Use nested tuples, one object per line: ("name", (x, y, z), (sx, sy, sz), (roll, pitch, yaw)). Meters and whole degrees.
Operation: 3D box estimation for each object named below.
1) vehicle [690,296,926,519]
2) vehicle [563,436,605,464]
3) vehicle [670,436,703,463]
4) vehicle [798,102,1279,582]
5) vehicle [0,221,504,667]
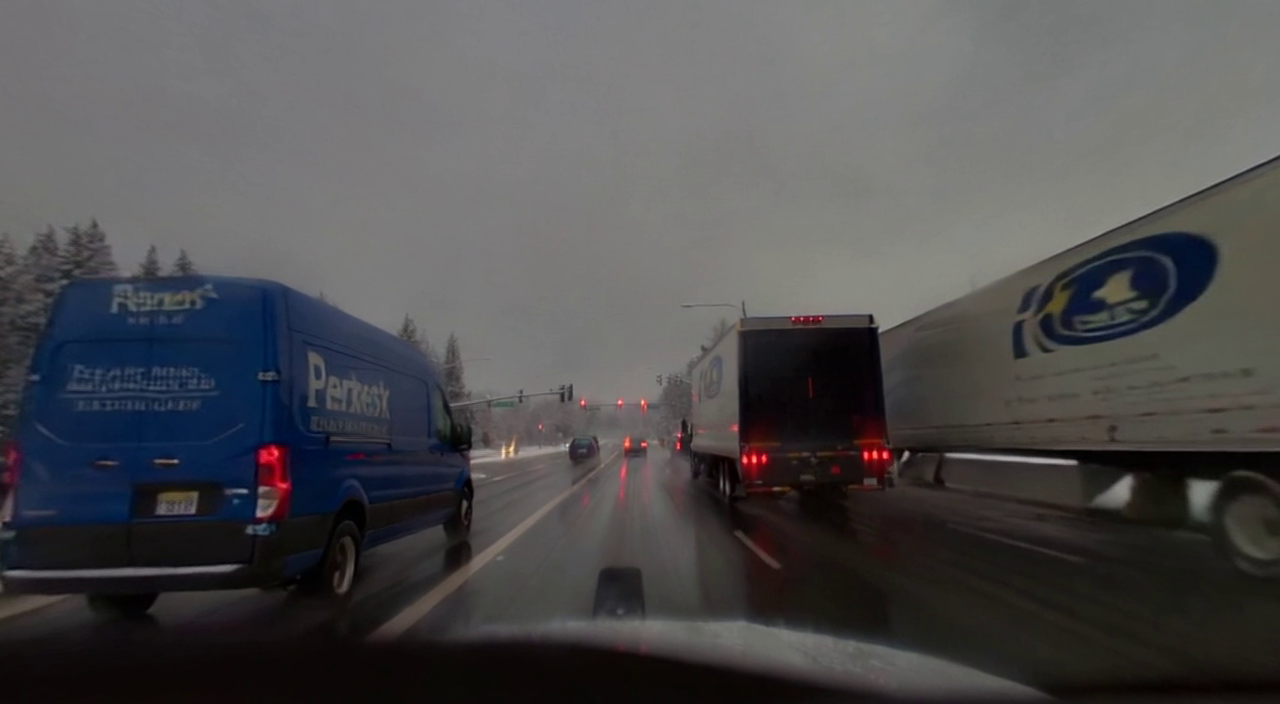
("vehicle", (2.997, 1.574, 14.873), (2.861, 3.525, 9.858), (0, -9, 0))
("vehicle", (-3.720, 6.677, 43.092), (2.356, 1.766, 5.674), (0, -9, 0))
("vehicle", (3.012, 6.442, 41.773), (1.869, 1.616, 4.346), (0, -9, 0))
("vehicle", (6.902, 0.907, 12.128), (2.941, 4.060, 16.879), (-4, -9, -1))
("vehicle", (-3.547, 1.001, 7.211), (2.443, 2.784, 6.493), (0, -9, 1))
